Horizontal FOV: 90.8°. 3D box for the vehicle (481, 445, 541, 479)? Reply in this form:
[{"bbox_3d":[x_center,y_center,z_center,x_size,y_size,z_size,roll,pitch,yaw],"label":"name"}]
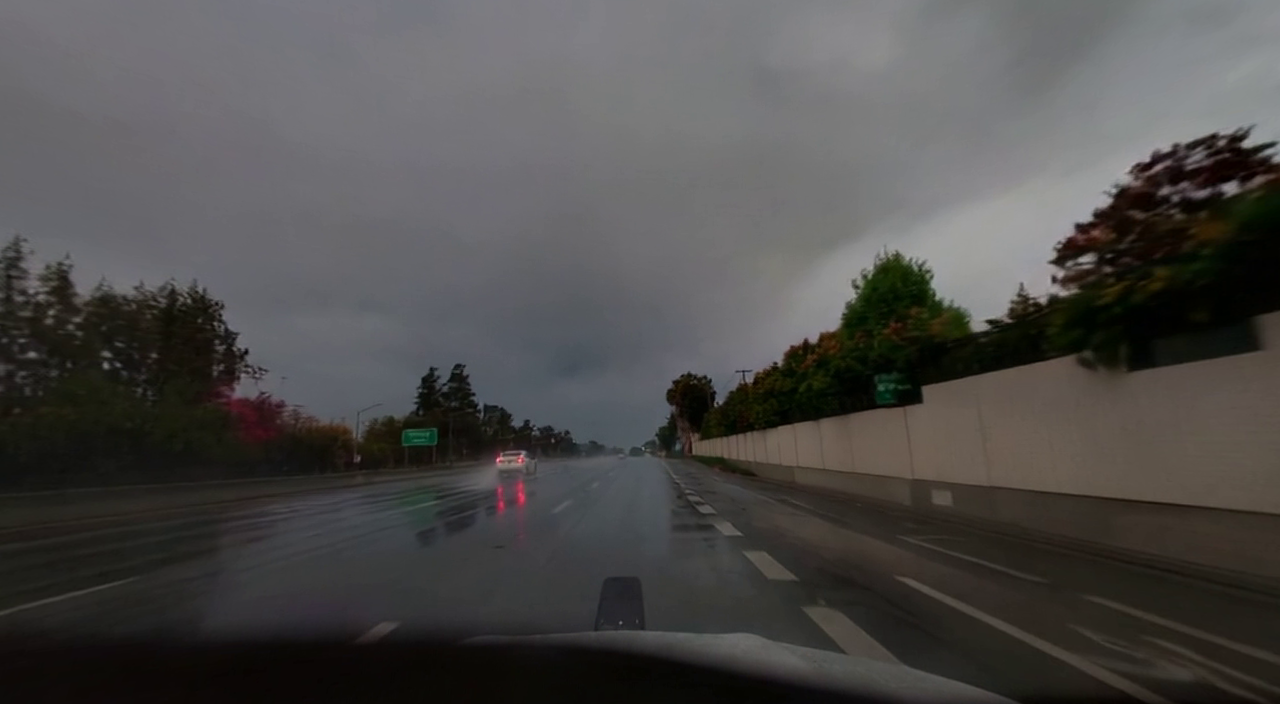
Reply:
[{"bbox_3d":[-6.829,5.895,34.104,2.115,1.711,4.722,0,-9,2],"label":"vehicle"}]
